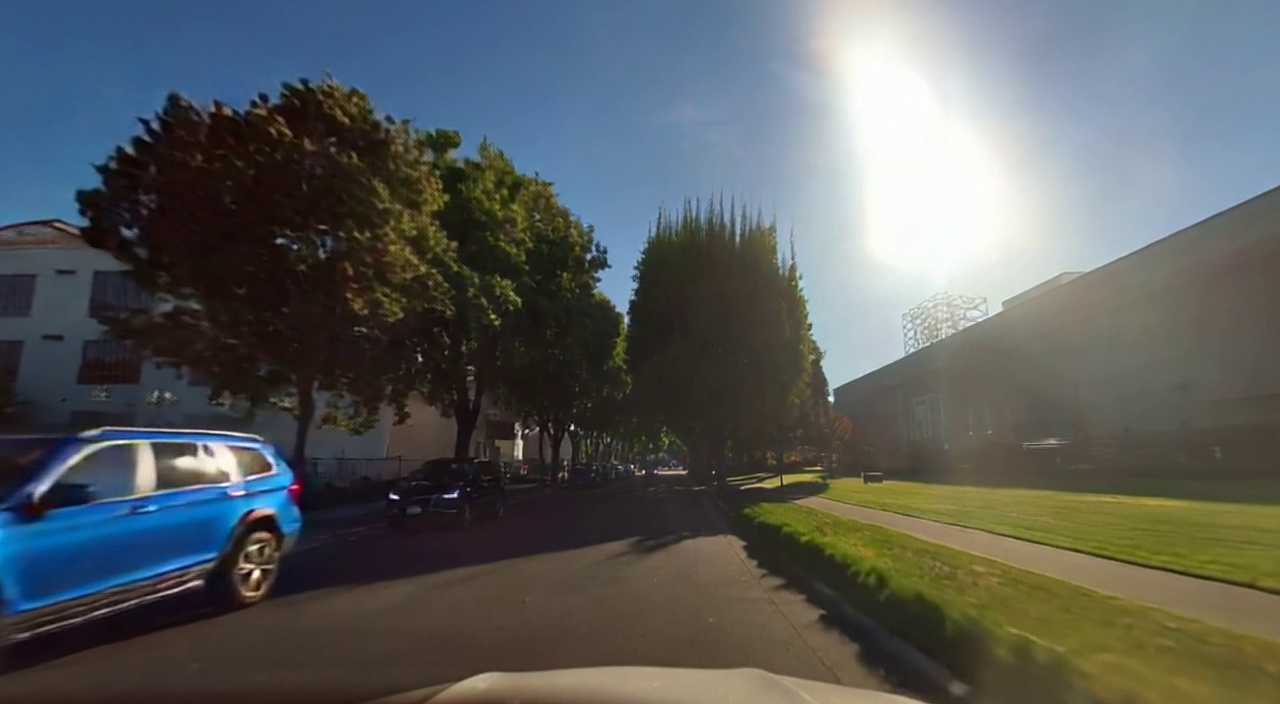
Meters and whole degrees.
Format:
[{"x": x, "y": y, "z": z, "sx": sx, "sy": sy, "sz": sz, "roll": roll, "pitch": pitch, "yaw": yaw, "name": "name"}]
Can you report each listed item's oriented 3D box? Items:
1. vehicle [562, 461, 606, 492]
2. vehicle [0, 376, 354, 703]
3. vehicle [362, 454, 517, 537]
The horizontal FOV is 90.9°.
[{"x": -3.068, "y": 6.914, "z": 35.316, "sx": 2.011, "sy": 1.596, "sz": 3.760, "roll": -1, "pitch": -10, "yaw": 1, "name": "vehicle"}, {"x": -4.469, "y": 1.314, "z": 5.061, "sx": 2.022, "sy": 1.776, "sz": 4.625, "roll": -1, "pitch": -10, "yaw": 2, "name": "vehicle"}, {"x": -4.247, "y": 3.103, "z": 14.126, "sx": 1.903, "sy": 1.542, "sz": 4.115, "roll": -1, "pitch": -10, "yaw": 3, "name": "vehicle"}]
